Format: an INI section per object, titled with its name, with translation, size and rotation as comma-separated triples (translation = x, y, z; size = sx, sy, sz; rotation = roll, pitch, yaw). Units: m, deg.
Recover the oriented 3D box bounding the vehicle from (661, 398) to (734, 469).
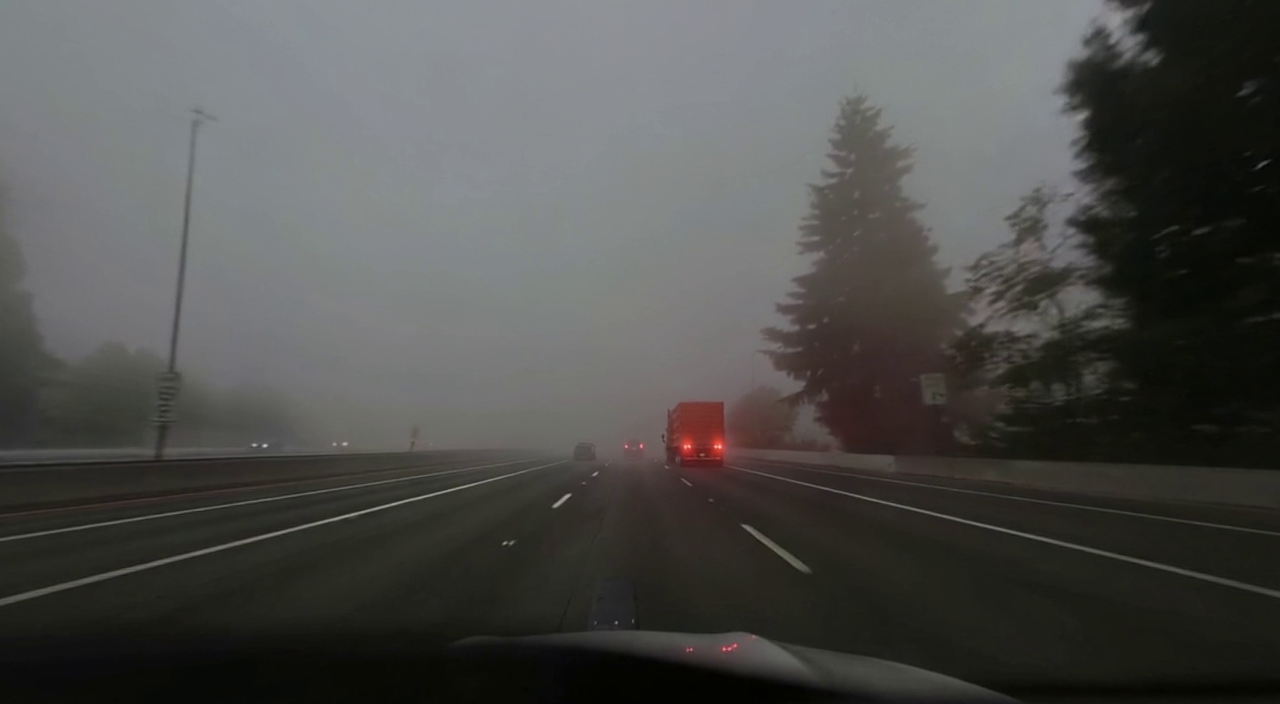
[vehicle]
translation = 3.094, 4.938, 37.533
size = 2.966, 3.586, 10.563
rotation = 0, -9, -2
